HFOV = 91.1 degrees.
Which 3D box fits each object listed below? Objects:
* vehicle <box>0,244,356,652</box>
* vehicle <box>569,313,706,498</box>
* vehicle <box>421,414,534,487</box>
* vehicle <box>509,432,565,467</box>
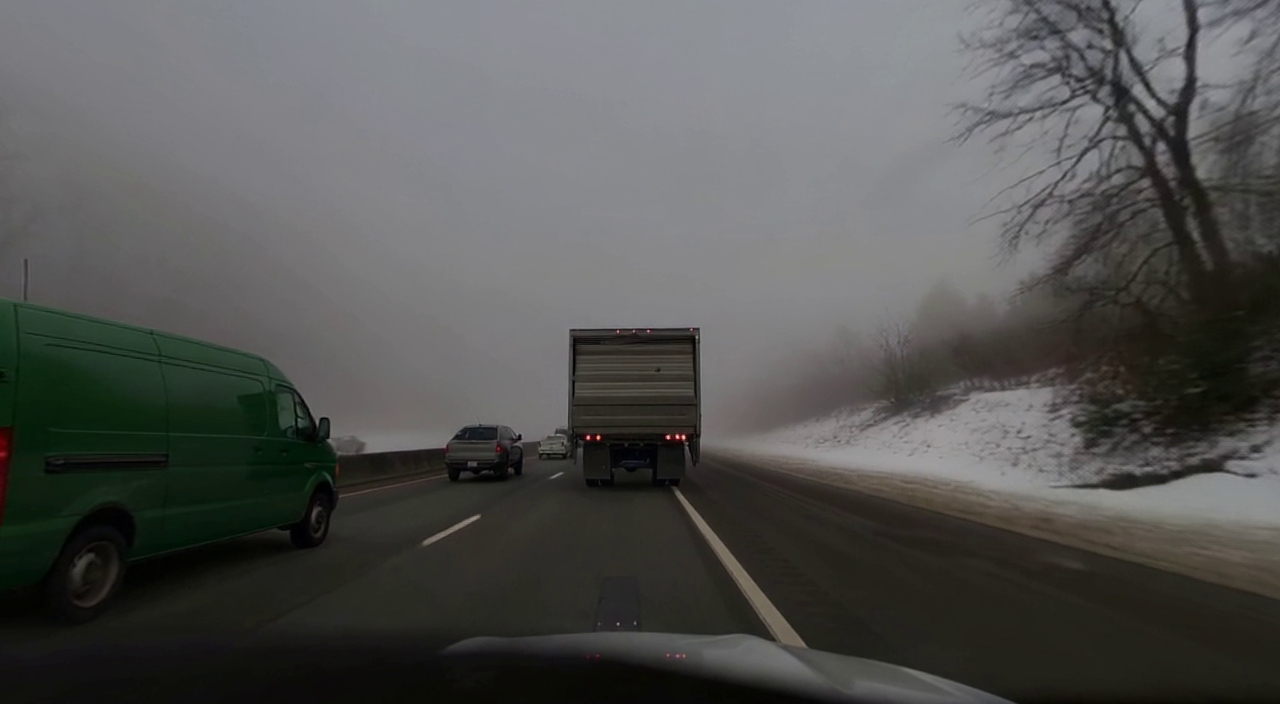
[{"bbox_3d":[-5.244,0.887,6.055,2.478,2.515,5.438,0,-8,-1],"label":"vehicle"},{"bbox_3d":[-0.203,1.812,18.827,2.953,4.041,10.072,0,-8,-2],"label":"vehicle"},{"bbox_3d":[-4.851,3.008,19.603,2.168,1.985,4.952,0,-8,0],"label":"vehicle"},{"bbox_3d":[-4.851,4.653,30.196,1.931,1.539,4.441,0,-8,0],"label":"vehicle"}]
